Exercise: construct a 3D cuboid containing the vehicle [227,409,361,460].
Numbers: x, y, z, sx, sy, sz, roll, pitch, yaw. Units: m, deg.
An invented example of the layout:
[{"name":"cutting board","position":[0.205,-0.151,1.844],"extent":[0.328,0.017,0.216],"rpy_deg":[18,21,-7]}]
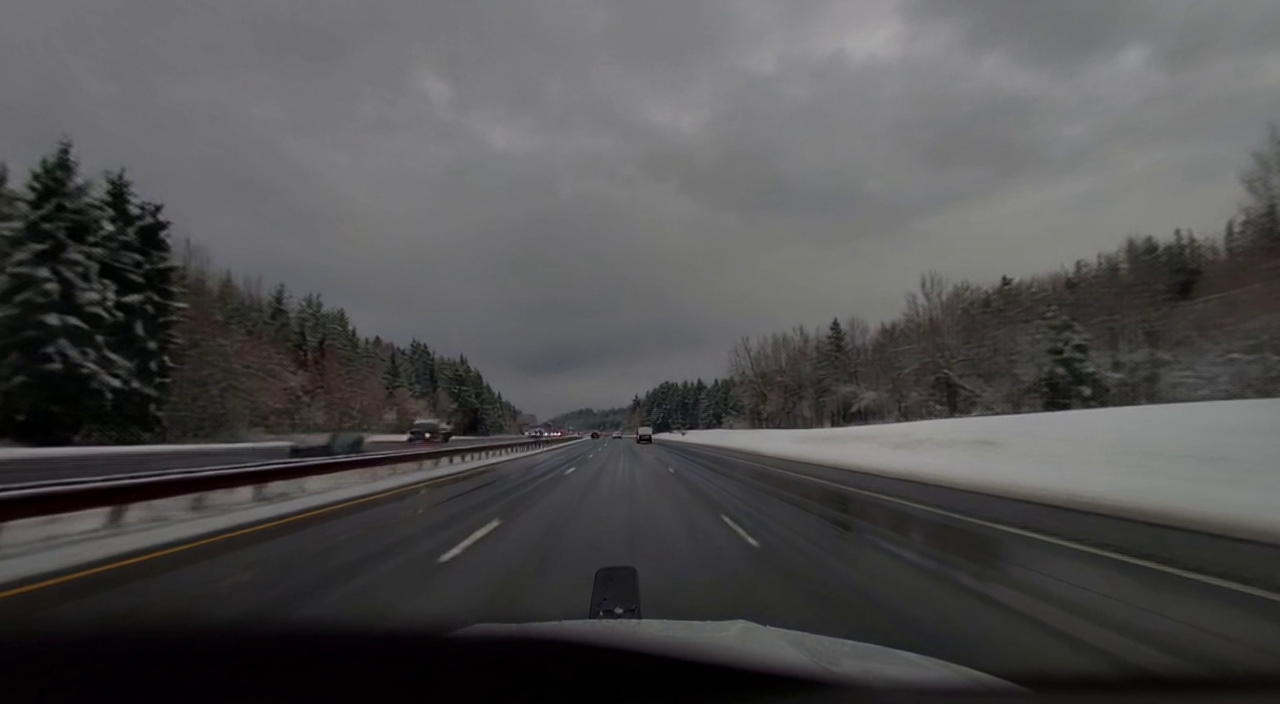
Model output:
[{"name":"vehicle","position":[-13.318,3.257,24.736],"extent":[2.190,1.752,5.545],"rpy_deg":[0,-8,-1]}]
